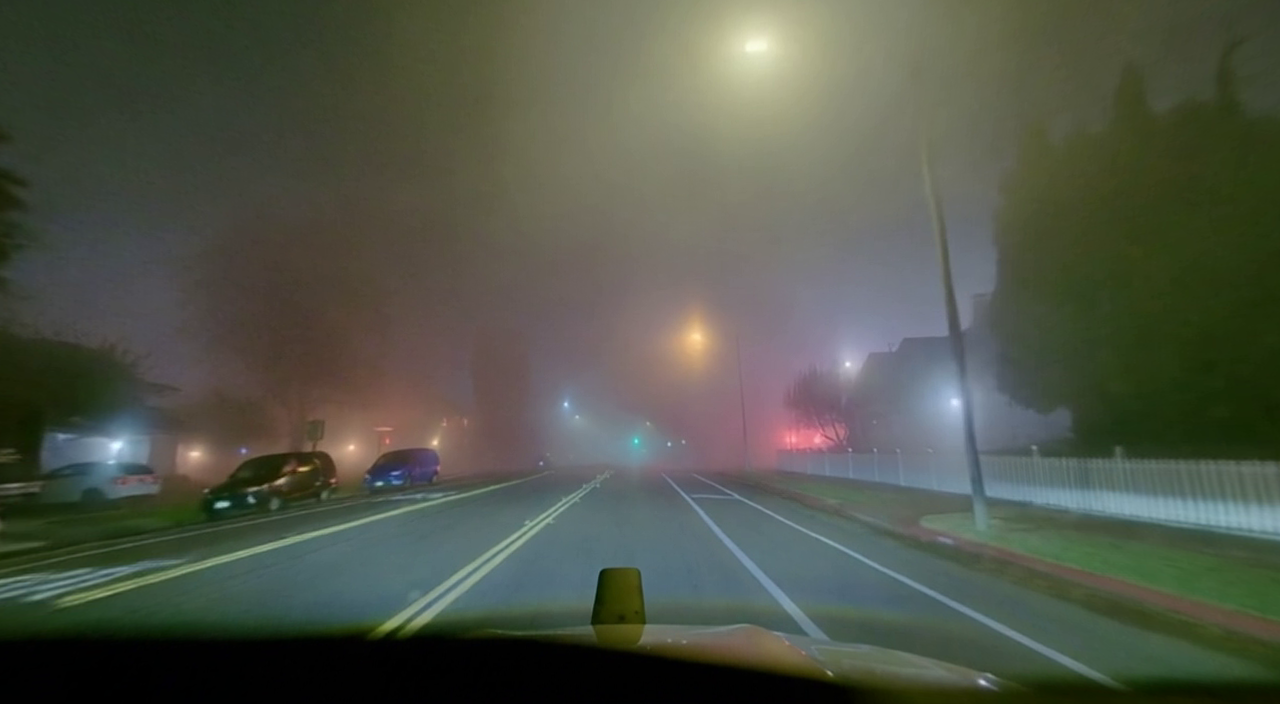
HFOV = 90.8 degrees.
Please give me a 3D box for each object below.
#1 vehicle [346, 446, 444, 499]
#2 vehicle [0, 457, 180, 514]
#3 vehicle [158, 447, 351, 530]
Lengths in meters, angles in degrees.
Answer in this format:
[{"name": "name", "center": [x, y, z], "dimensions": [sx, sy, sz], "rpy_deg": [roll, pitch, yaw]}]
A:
[{"name": "vehicle", "center": [-11.113, 5.443, 29.195], "dimensions": [2.241, 1.944, 5.709], "rpy_deg": [-4, -8, 0]}, {"name": "vehicle", "center": [-17.523, 4.216, 20.166], "dimensions": [4.208, 1.658, 1.800], "rpy_deg": [0, -9, 0]}, {"name": "vehicle", "center": [-11.100, 3.909, 18.899], "dimensions": [2.341, 1.835, 5.570], "rpy_deg": [-3, -7, 0]}]
